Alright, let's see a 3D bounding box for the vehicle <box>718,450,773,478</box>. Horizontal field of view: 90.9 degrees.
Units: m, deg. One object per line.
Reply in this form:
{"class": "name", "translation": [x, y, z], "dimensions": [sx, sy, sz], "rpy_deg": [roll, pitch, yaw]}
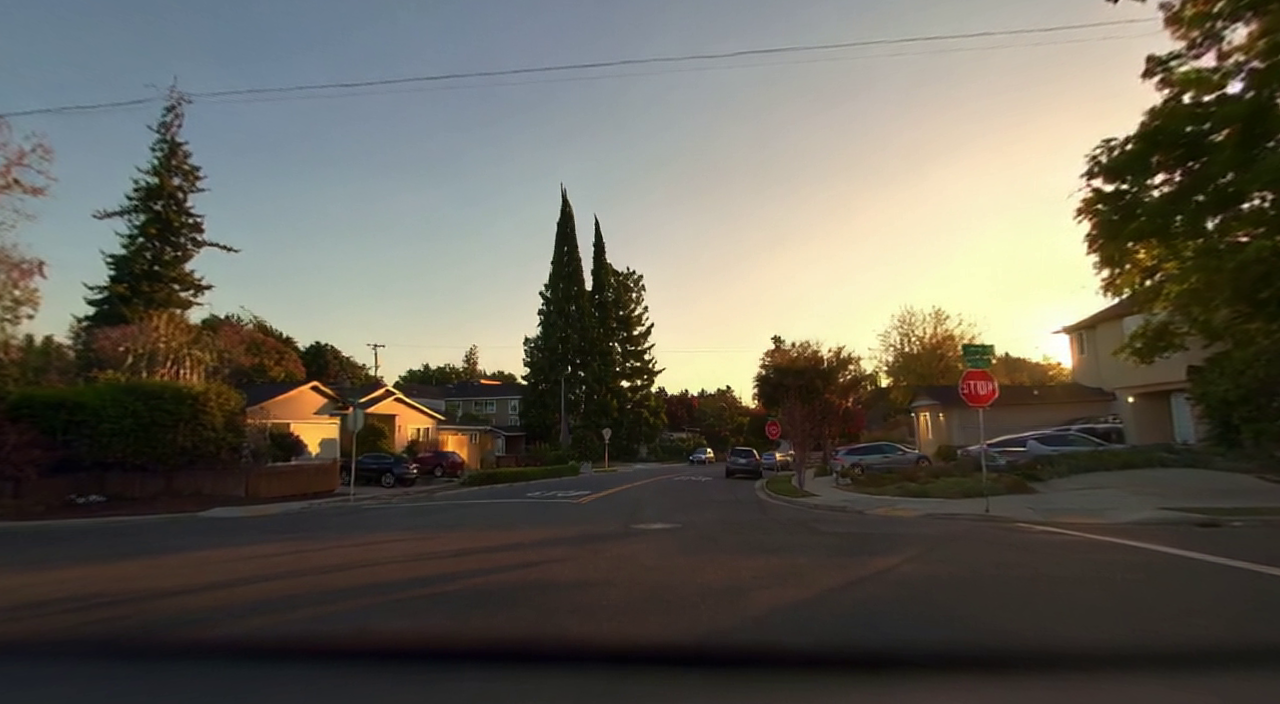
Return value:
{"class": "vehicle", "translation": [6.986, 7.252, 41.236], "dimensions": [2.692, 1.649, 4.689], "rpy_deg": [-3, -9, 20]}
